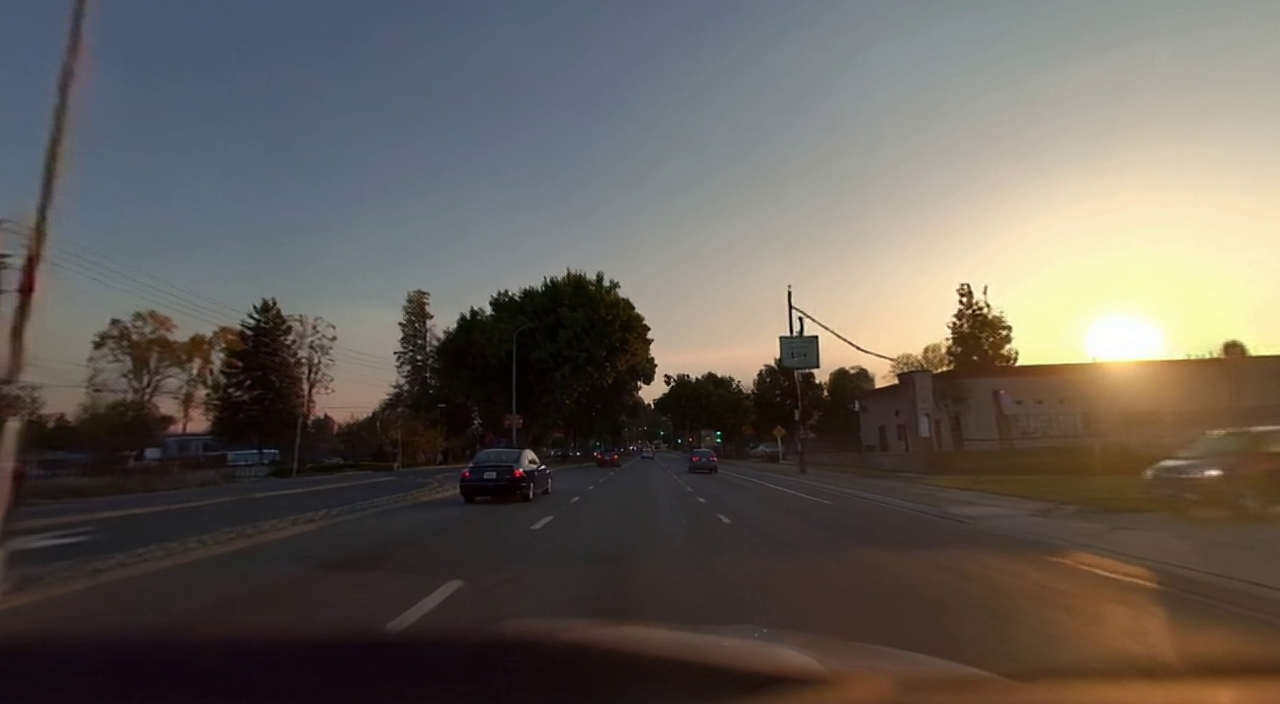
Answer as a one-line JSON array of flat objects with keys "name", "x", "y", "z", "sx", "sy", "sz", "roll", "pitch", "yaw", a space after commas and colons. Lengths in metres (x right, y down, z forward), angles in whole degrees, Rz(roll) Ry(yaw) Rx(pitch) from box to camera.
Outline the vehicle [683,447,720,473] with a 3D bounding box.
[{"name": "vehicle", "x": 3.813, "y": 6.775, "z": 39.753, "sx": 1.883, "sy": 1.465, "sz": 3.975, "roll": 0, "pitch": -8, "yaw": -1}]

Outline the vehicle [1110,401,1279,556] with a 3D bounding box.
[{"name": "vehicle", "x": 10.577, "y": 1.577, "z": 8.815, "sx": 5.931, "sy": 1.872, "sz": 2.264, "roll": -3, "pitch": -9, "yaw": 3}]

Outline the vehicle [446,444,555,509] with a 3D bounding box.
[{"name": "vehicle", "x": -3.454, "y": 3.154, "z": 16.540, "sx": 1.803, "sy": 1.463, "sz": 4.422, "roll": 0, "pitch": -8, "yaw": 1}]
